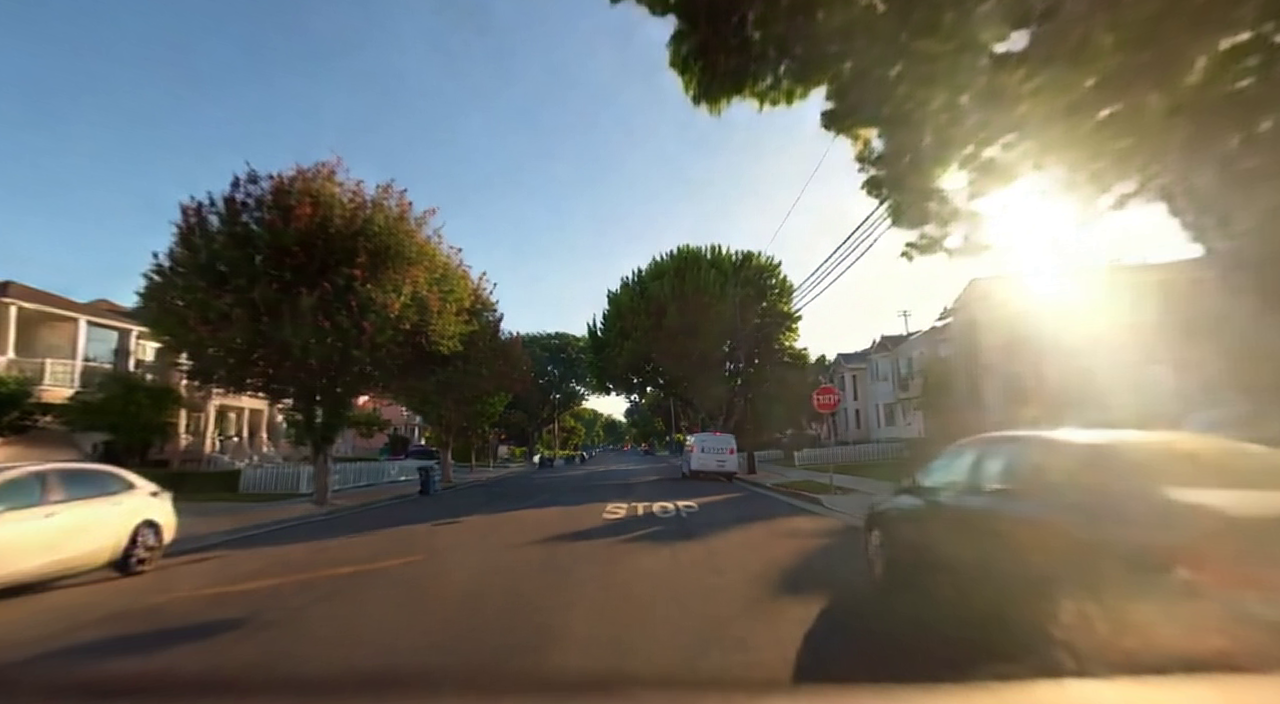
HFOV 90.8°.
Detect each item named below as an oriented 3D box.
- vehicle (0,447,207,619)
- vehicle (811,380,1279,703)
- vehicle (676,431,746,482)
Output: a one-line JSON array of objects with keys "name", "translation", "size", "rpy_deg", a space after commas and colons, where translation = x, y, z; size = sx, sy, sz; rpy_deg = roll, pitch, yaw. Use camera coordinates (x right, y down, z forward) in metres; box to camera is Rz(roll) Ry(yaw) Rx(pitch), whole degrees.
[{"name": "vehicle", "translation": [-7.162, 1.835, 6.740], "size": [2.125, 1.623, 4.207], "rpy_deg": [0, -9, -1]}, {"name": "vehicle", "translation": [2.966, 1.180, 4.293], "size": [2.185, 1.513, 4.524], "rpy_deg": [0, -9, -2]}, {"name": "vehicle", "translation": [2.701, 4.144, 25.269], "size": [2.126, 1.795, 4.751], "rpy_deg": [0, -9, -1]}]
